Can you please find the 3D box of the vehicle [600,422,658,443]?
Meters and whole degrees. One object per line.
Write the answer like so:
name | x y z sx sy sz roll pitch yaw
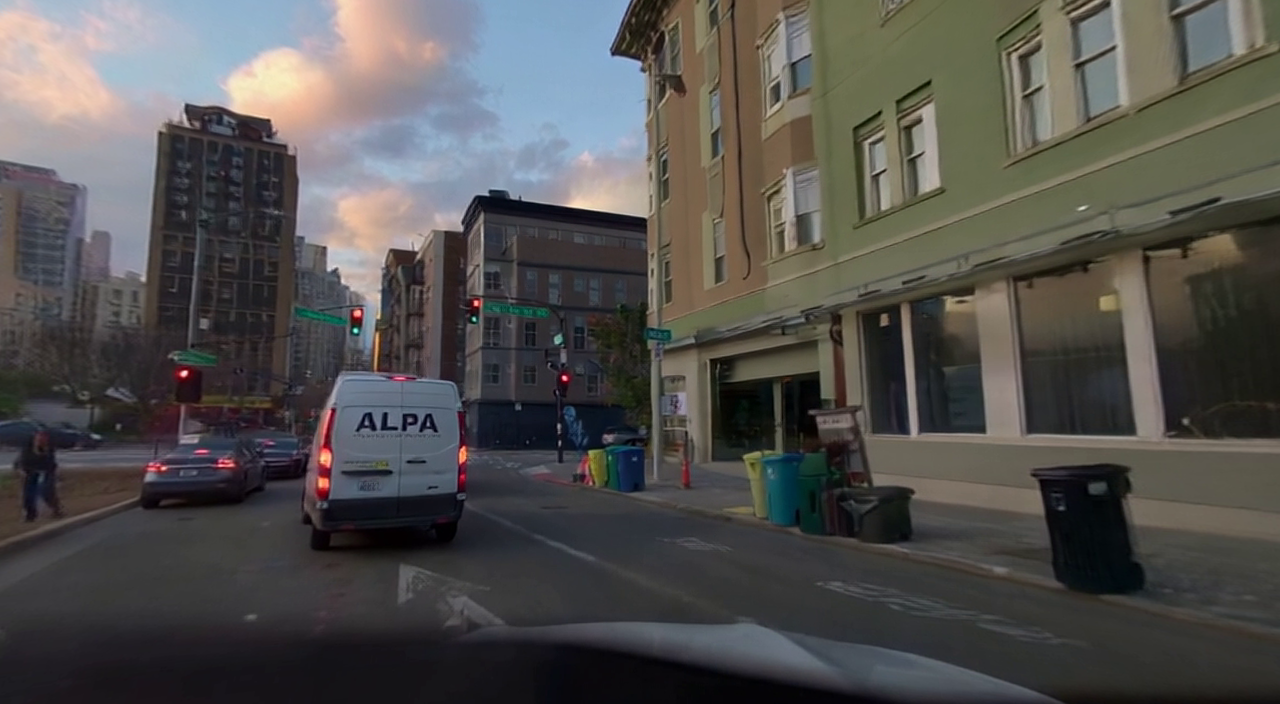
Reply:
vehicle | -0.792 5.873 45.835 3.885 1.449 1.757 4 -9 -26

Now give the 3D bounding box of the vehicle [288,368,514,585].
vehicle | -3.105 1.408 7.948 1.951 1.907 4.266 4 -9 -25

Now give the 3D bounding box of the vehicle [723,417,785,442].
vehicle | 7.899 5.367 43.426 4.020 1.572 1.718 6 -10 -30

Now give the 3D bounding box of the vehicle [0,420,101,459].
vehicle | -26.229 3.813 27.474 3.846 1.616 1.840 5 -9 -35

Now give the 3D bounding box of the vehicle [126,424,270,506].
vehicle | -9.076 2.288 13.259 1.841 1.461 3.426 4 -9 -25
